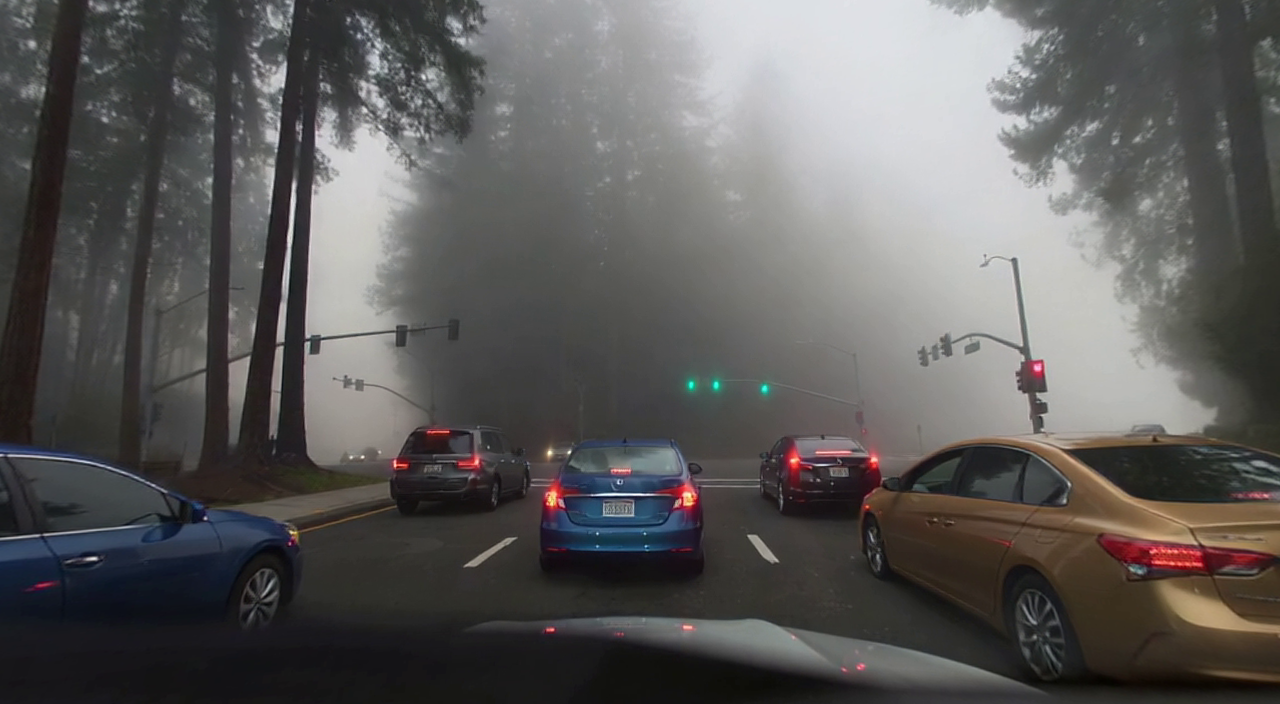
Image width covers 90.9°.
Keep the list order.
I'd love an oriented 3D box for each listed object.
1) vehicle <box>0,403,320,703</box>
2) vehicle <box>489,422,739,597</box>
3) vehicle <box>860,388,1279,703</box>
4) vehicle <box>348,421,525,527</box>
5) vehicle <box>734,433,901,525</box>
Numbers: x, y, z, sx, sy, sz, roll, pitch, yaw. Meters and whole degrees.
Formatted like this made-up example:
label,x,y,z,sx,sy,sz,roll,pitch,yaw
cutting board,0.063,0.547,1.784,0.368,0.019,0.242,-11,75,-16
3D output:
label,x,y,z,sx,sy,sz,roll,pitch,yaw
vehicle,-3.639,1.020,3.003,1.935,1.482,4.433,0,-8,-1
vehicle,-0.257,1.641,7.404,2.147,1.479,3.803,0,-8,-1
vehicle,3.134,1.149,4.058,1.903,1.480,4.270,0,-8,0
vehicle,-3.729,2.312,12.492,1.961,1.714,4.268,0,-8,2
vehicle,3.180,2.334,12.330,1.975,1.460,4.357,0,-8,0
